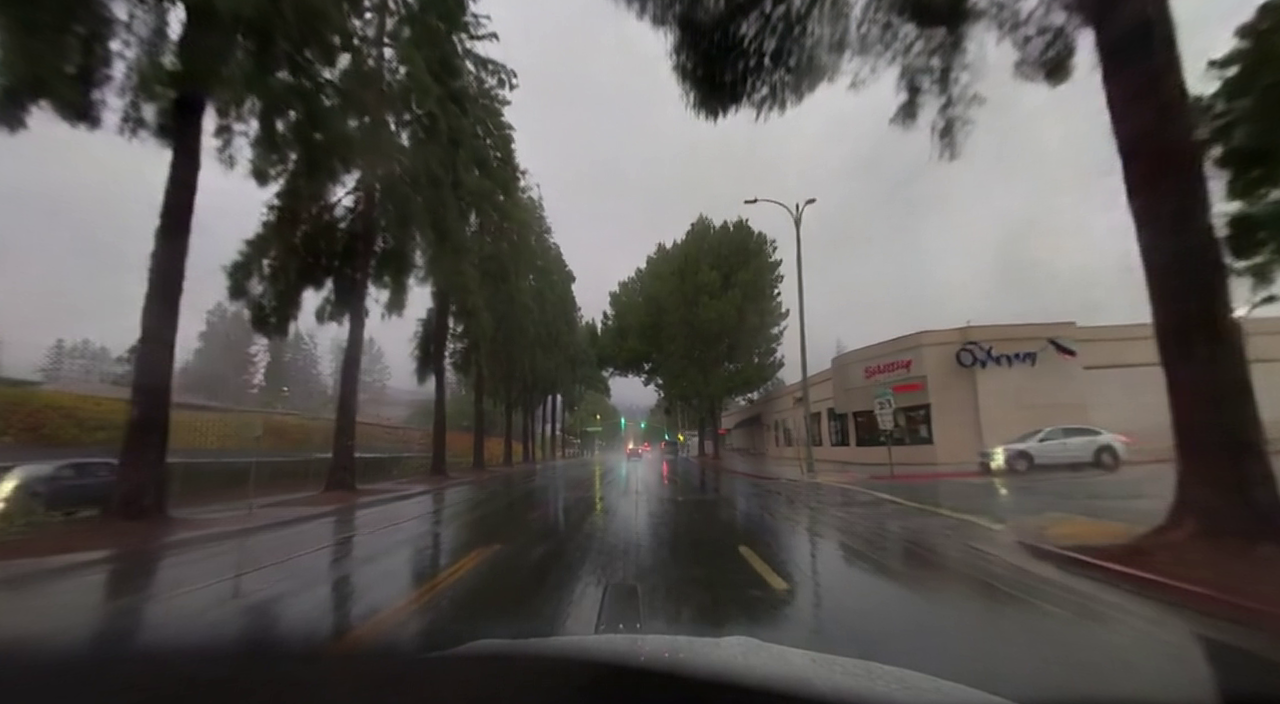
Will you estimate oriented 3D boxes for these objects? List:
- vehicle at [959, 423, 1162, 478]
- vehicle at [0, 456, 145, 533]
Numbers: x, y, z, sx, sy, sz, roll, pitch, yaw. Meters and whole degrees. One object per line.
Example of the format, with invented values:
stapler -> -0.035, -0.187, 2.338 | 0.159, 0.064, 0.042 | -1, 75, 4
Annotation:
vehicle -> 11.967, 2.850, 18.270 | 4.404, 1.445, 1.844 | -2, -9, 7
vehicle -> -15.977, 3.573, 16.077 | 4.870, 1.762, 2.152 | -1, -8, 0
